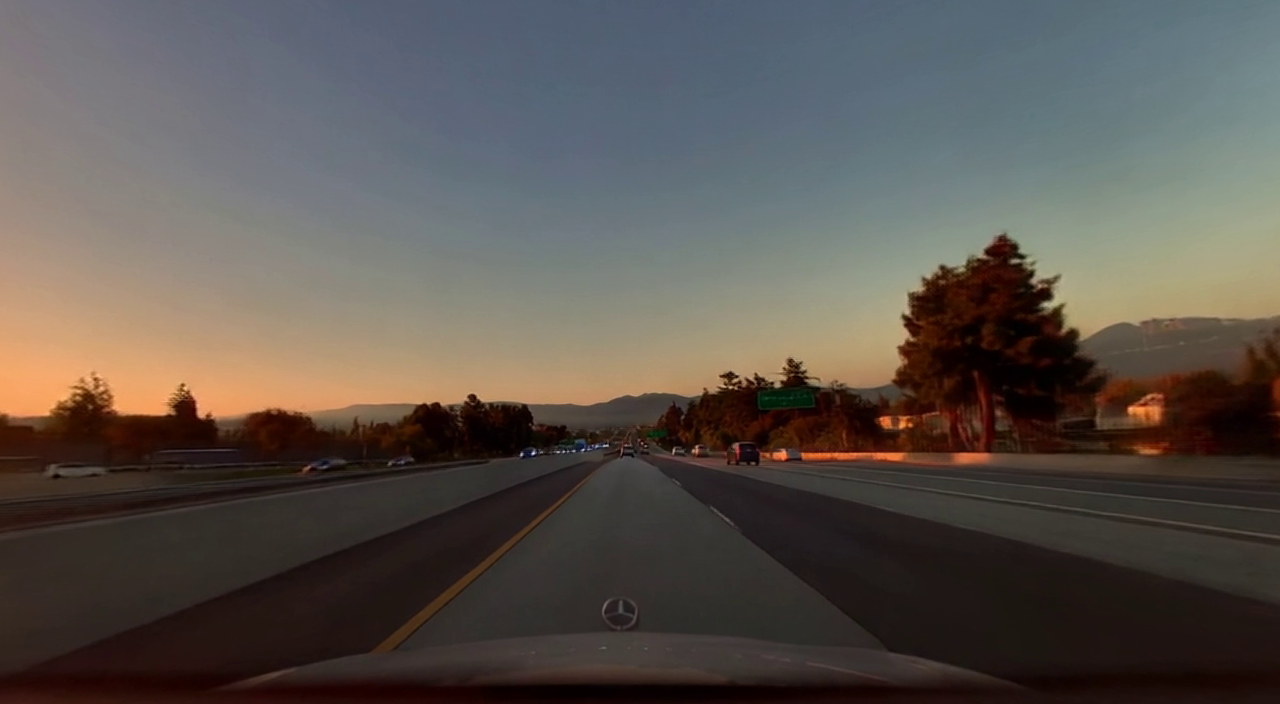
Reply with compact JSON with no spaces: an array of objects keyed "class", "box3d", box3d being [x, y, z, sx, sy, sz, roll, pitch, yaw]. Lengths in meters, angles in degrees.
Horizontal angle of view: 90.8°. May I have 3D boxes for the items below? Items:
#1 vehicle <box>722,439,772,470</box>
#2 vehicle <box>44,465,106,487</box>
[{"class":"vehicle","box3d":[6.167,5.982,36.960,2.030,1.706,4.279,0,-9,-2]},{"class":"vehicle","box3d":[-41.499,9.116,46.523,1.574,1.349,3.499,-2,-8,-6]}]
